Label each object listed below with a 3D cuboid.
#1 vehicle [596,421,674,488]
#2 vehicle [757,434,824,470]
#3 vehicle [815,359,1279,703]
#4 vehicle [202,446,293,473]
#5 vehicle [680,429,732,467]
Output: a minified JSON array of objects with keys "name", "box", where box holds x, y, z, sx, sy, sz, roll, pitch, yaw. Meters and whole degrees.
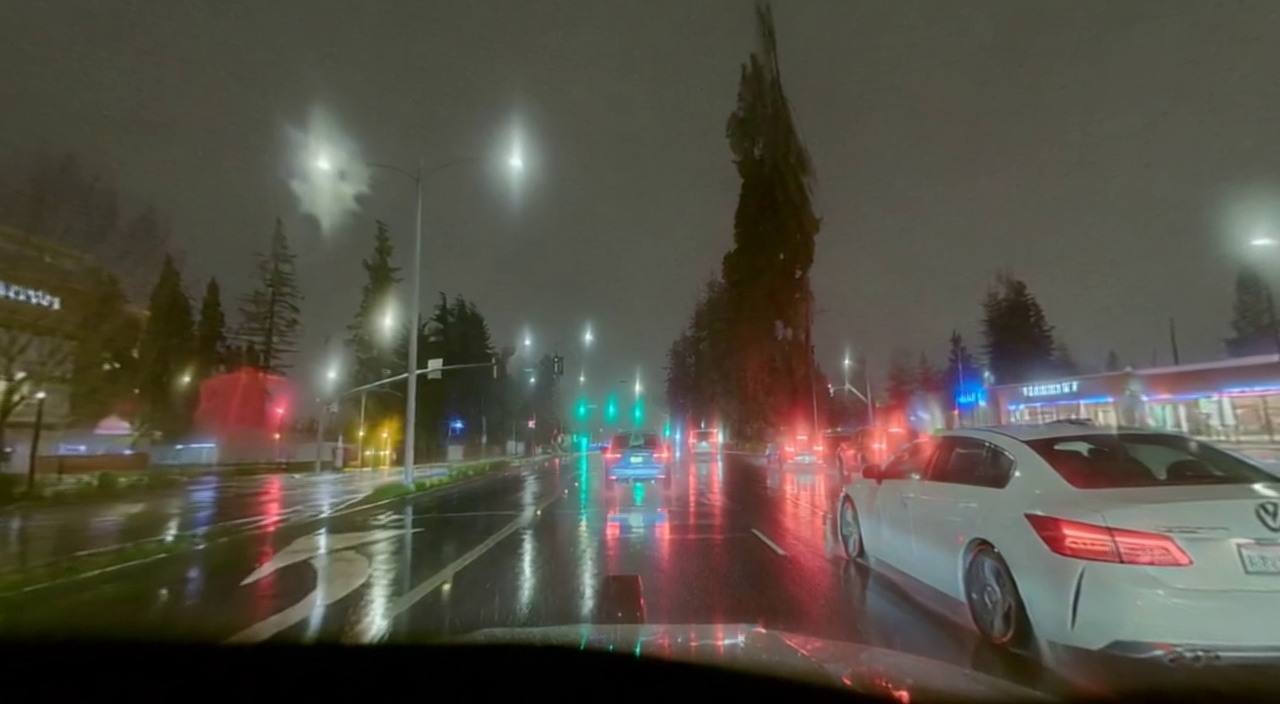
[{"name":"vehicle","box":[-0.170,3.085,19.283,2.106,1.798,4.168,0,-8,-1]},{"name":"vehicle","box":[6.566,4.431,28.059,1.883,1.452,4.258,0,-8,-1]},{"name":"vehicle","box":[3.128,1.178,4.977,2.153,1.658,4.485,0,-8,-1]},{"name":"vehicle","box":[-30.758,8.442,49.697,5.453,1.974,2.396,0,-9,-3]},{"name":"vehicle","box":[3.249,4.828,31.801,2.000,1.745,4.206,0,-8,-2]}]
